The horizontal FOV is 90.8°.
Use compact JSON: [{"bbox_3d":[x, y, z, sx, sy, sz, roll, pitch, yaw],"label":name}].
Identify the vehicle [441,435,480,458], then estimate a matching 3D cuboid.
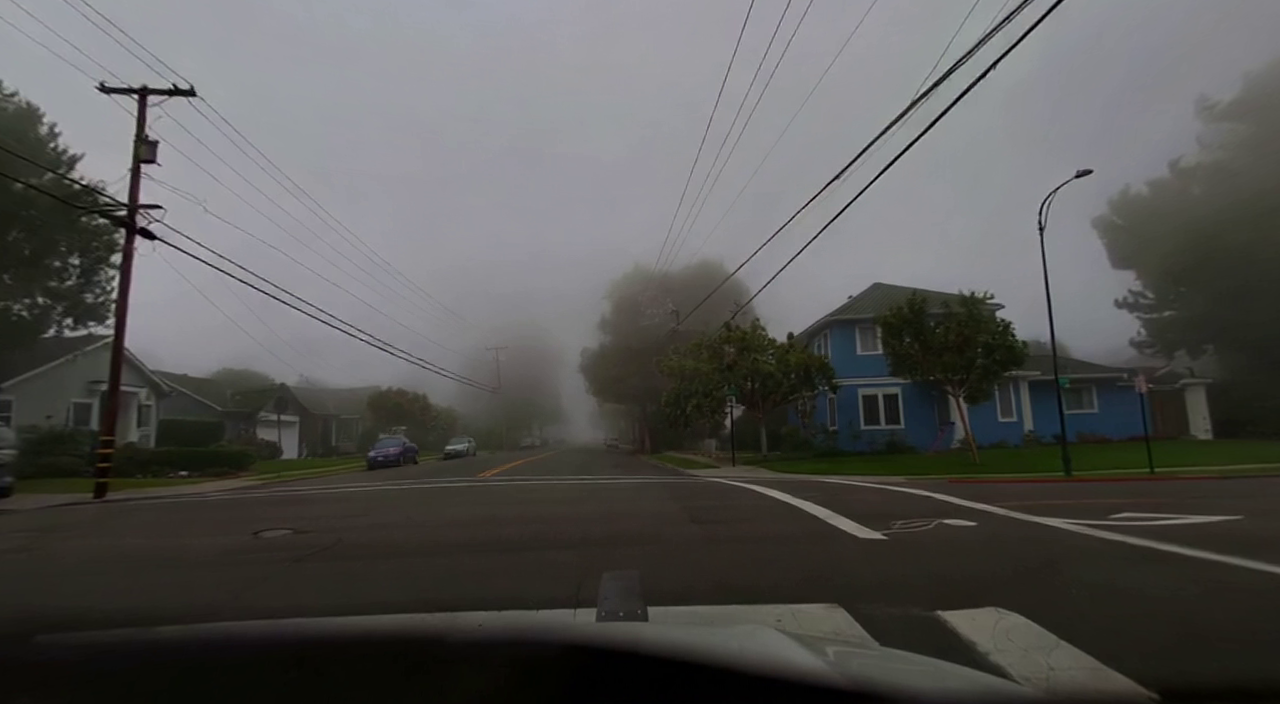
[{"bbox_3d":[-12.869,6.812,45.543,2.036,1.546,4.705,1,-8,-7],"label":"vehicle"}]
